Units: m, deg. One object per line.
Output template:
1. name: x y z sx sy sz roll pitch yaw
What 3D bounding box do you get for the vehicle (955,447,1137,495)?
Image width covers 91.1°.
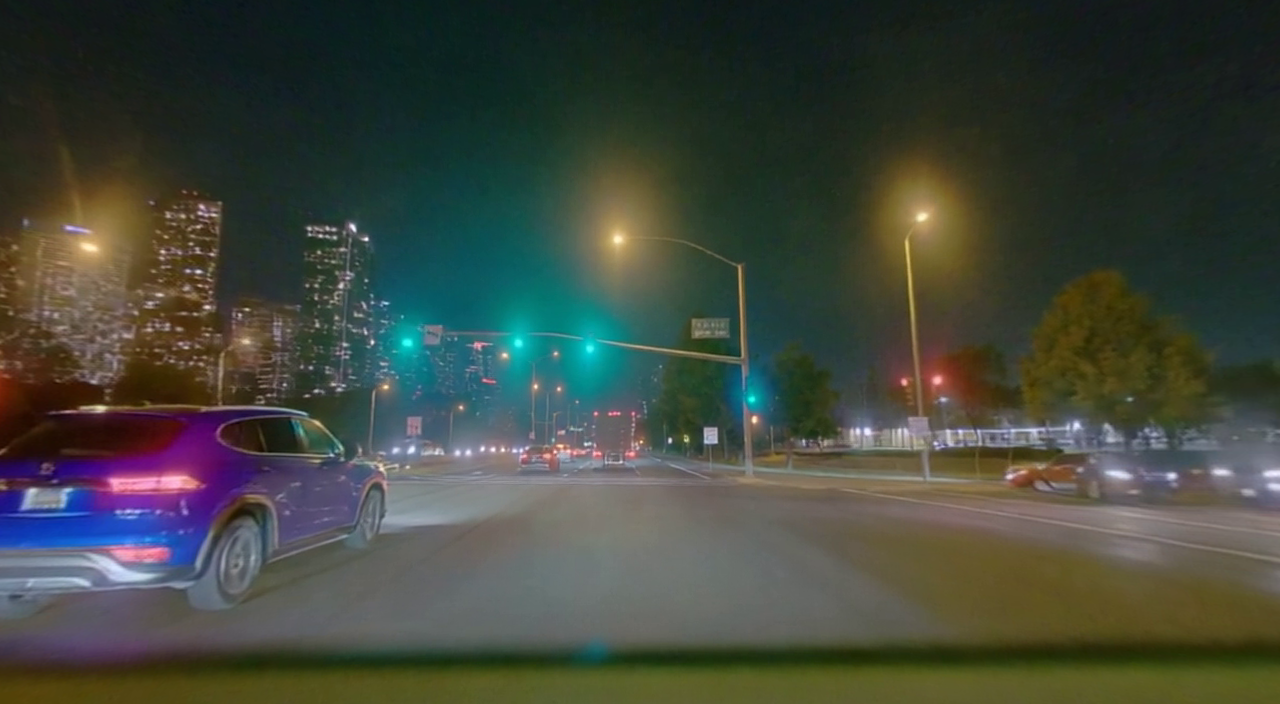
1. vehicle: 13.743 4.042 21.498 4.807 1.530 2.066 0 -9 -2

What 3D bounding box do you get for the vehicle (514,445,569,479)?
1. vehicle: -4.629 5.237 30.140 2.023 1.483 4.143 0 -9 -1

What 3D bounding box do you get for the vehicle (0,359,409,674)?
1. vehicle: -4.272 1.314 6.172 2.178 1.826 4.933 0 -9 -1

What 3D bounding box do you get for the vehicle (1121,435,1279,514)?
1. vehicle: 14.395 2.834 14.797 4.372 1.694 2.107 0 -9 -2

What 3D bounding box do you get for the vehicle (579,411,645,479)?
1. vehicle: -1.312 4.713 31.700 2.993 3.051 6.692 0 -9 -1
